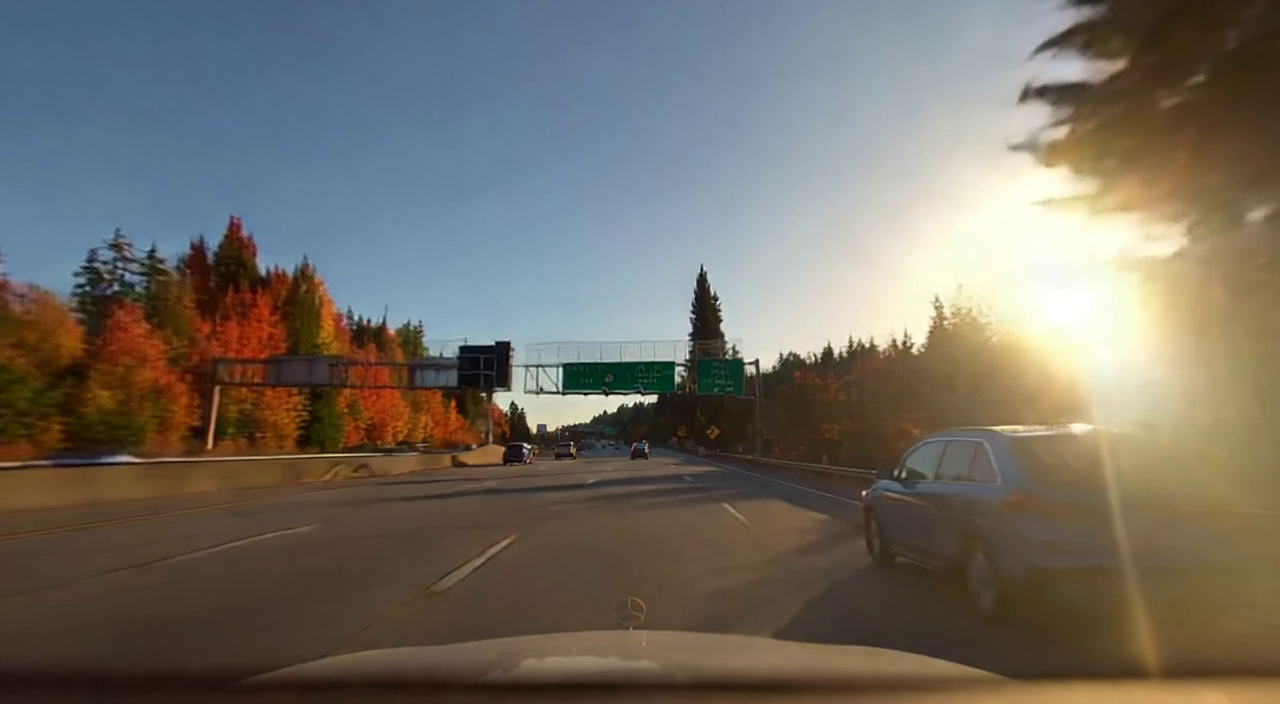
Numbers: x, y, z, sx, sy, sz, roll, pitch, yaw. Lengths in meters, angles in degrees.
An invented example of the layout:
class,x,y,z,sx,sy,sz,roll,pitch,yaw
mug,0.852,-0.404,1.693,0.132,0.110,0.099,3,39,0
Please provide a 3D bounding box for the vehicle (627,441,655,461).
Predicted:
class,x,y,z,sx,sy,sz,roll,pitch,yaw
vehicle,0.073,7.376,47.097,1.985,1.450,4.266,0,-8,0

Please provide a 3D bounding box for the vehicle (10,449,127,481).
class,x,y,z,sx,sy,sz,roll,pitch,yaw
vehicle,-28.801,5.665,31.973,1.839,1.450,4.394,0,-8,0

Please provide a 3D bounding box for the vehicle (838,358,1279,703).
class,x,y,z,sx,sy,sz,roll,pitch,yaw
vehicle,3.293,1.176,4.919,2.120,1.706,4.226,0,-8,0
